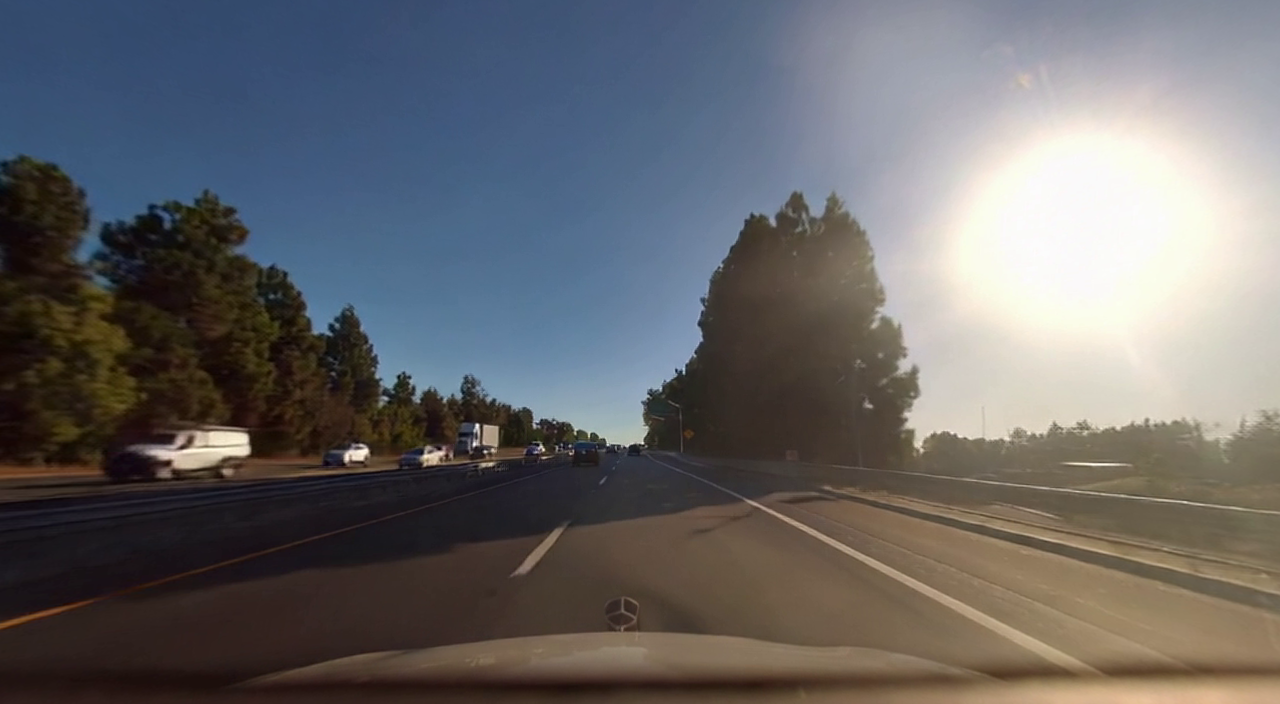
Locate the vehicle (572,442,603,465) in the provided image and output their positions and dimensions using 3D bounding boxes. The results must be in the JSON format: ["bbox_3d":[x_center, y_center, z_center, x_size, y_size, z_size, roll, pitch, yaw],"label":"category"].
[{"bbox_3d":[-4.044,7.939,48.892,2.098,1.692,4.038,0,-9,0],"label":"vehicle"}]

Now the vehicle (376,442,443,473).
[{"bbox_3d":[-11.682,5.377,32.084,1.887,1.473,4.124,0,-9,0],"label":"vehicle"}]

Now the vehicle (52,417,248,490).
[{"bbox_3d":[-14.781,3.109,19.395,2.109,1.954,4.790,0,-9,1],"label":"vehicle"}]

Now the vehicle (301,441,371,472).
[{"bbox_3d":[-16.661,5.740,34.547,1.762,1.539,4.124,0,-9,0],"label":"vehicle"}]
